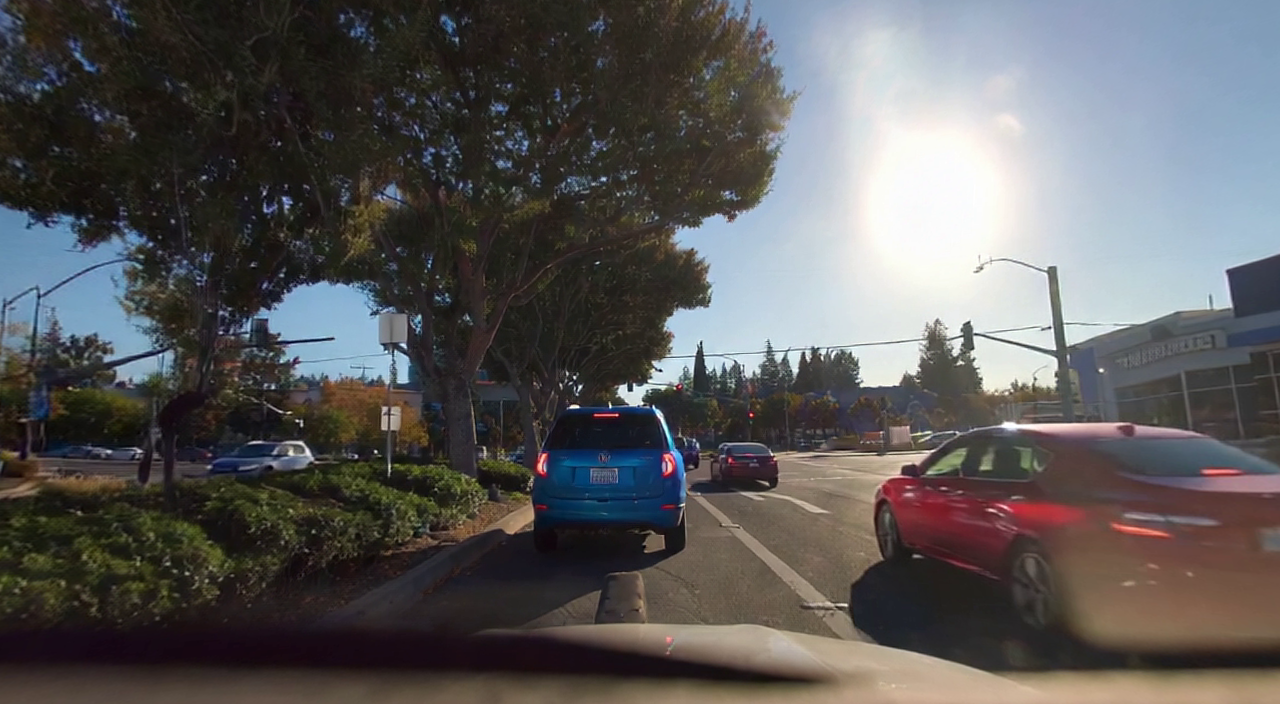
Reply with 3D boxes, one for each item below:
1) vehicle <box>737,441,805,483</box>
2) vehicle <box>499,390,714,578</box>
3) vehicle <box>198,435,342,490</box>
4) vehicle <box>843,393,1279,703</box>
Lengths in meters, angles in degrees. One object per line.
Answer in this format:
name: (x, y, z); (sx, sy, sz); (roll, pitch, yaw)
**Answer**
vehicle: (5.148, 4.364, 25.346); (1.883, 1.496, 4.236); (0, -9, 1)
vehicle: (-0.303, 1.645, 8.629); (2.096, 1.837, 4.687); (0, -9, 1)
vehicle: (-12.738, 3.823, 22.238); (2.108, 1.683, 4.861); (0, -9, 0)
vehicle: (3.530, 1.323, 5.338); (2.098, 1.555, 4.778); (0, -9, 1)
